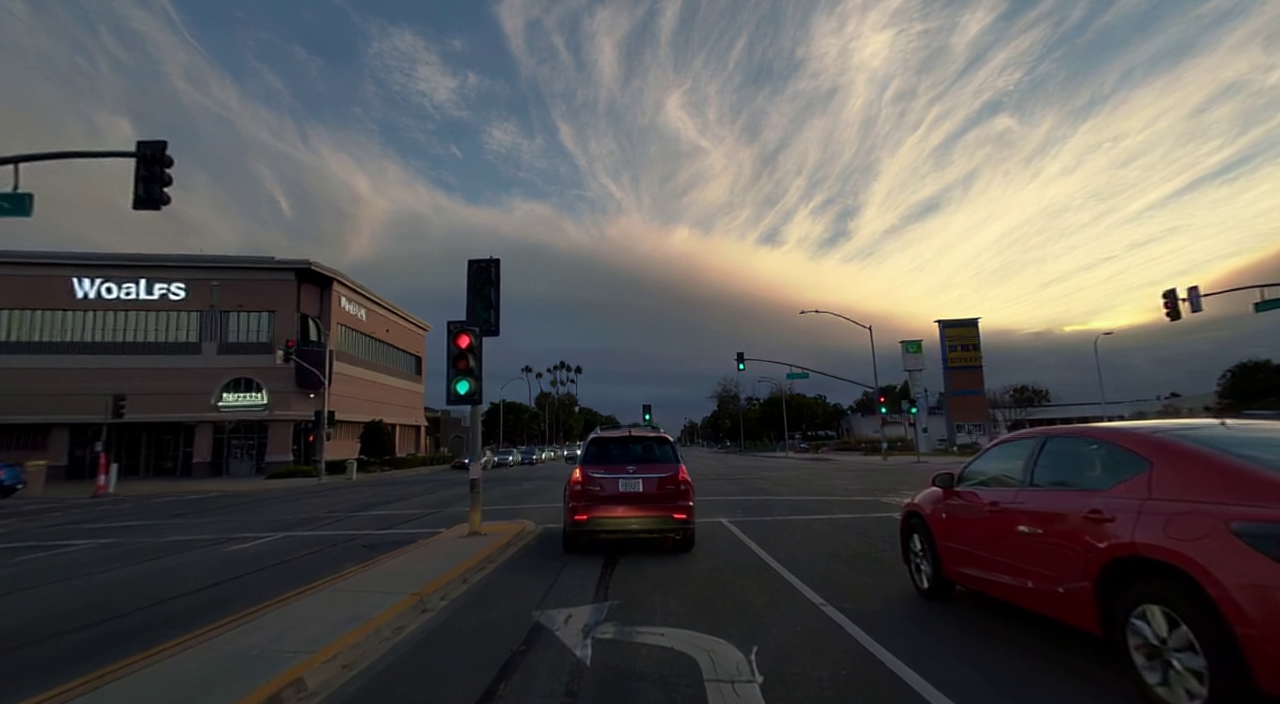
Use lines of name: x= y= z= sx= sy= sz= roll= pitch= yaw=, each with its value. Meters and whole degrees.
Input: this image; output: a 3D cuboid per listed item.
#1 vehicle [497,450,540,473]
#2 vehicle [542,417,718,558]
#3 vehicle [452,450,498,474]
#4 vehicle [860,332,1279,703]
vehicle: x=-8.585 y=7.756 z=44.900 sx=2.163 sy=1.529 sz=4.210 roll=-1 pitch=-9 yaw=1
vehicle: x=-0.249 y=2.054 z=10.315 sx=2.238 sy=1.762 sz=4.445 roll=0 pitch=-9 yaw=-3
vehicle: x=-11.844 y=7.917 z=45.574 sx=2.005 sy=1.596 sz=4.342 roll=-1 pitch=-9 yaw=1
vehicle: x=3.212 y=1.046 z=3.972 sx=2.040 sy=1.674 sz=4.455 roll=0 pitch=-9 yaw=0
